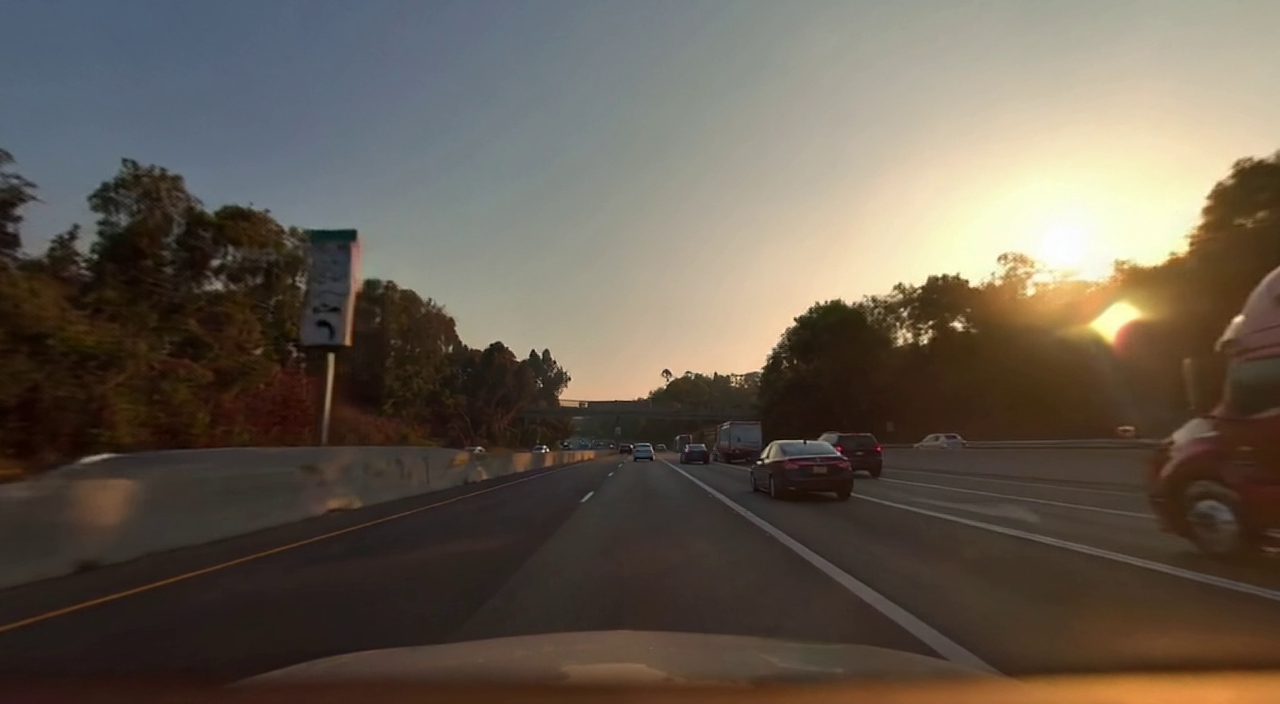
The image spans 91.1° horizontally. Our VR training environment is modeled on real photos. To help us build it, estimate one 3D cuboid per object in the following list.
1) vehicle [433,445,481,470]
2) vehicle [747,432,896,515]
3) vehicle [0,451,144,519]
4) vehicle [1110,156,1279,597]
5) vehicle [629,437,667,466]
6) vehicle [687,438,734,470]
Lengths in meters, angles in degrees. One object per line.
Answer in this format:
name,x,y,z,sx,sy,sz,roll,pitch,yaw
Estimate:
vehicle,-13.131,7.599,45.332,1.987,1.671,4.600,0,-8,2
vehicle,3.697,2.559,13.794,1.888,1.501,4.608,0,-8,0
vehicle,-17.246,3.705,18.012,2.123,1.677,4.721,0,-8,0
vehicle,7.286,-0.071,3.804,2.824,4.018,7.624,0,-8,1
vehicle,0.503,6.338,40.007,2.313,1.736,4.215,0,-8,1
vehicle,3.909,5.709,35.363,2.084,1.668,4.511,0,-8,0
